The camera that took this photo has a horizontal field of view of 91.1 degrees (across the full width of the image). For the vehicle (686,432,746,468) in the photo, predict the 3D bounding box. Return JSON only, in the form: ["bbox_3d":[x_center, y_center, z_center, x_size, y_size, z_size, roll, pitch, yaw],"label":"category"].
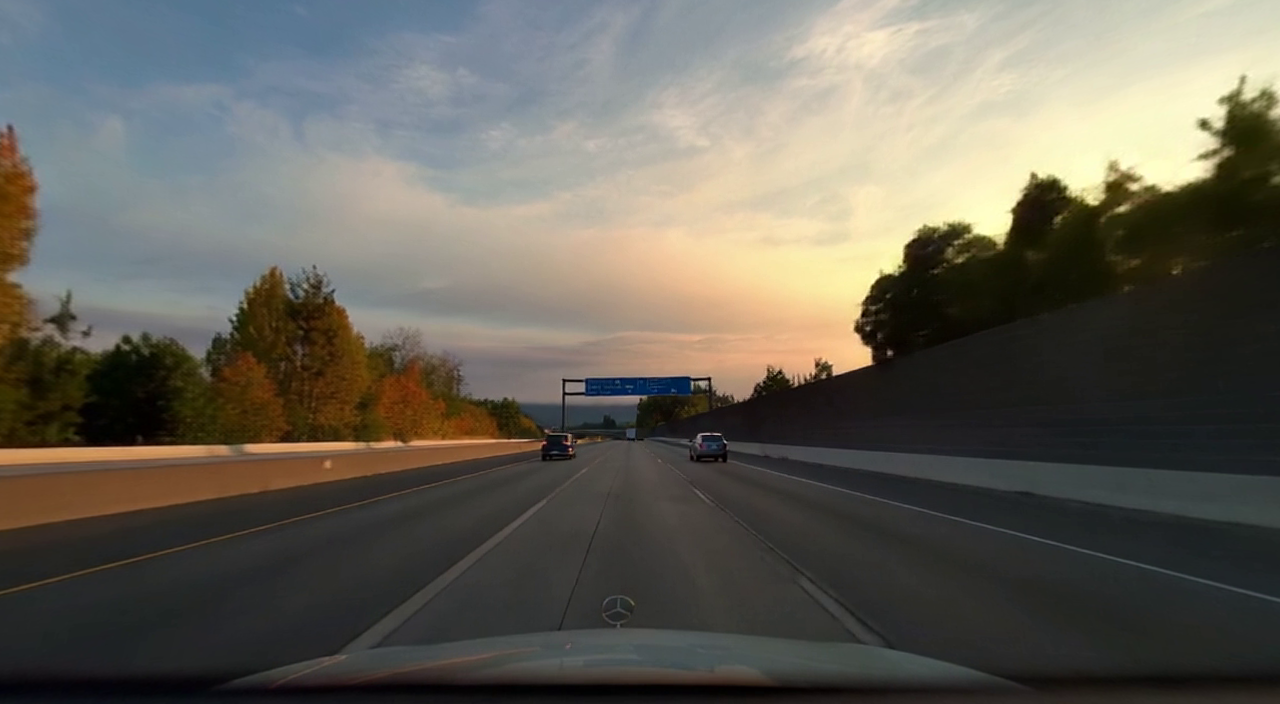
[{"bbox_3d":[3.413,4.489,29.215,2.077,1.523,4.539,0,-8,-2],"label":"vehicle"}]

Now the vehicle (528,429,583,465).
[{"bbox_3d":[-4.168,4.731,31.610,2.219,1.660,4.153,0,-8,-1],"label":"vehicle"}]
